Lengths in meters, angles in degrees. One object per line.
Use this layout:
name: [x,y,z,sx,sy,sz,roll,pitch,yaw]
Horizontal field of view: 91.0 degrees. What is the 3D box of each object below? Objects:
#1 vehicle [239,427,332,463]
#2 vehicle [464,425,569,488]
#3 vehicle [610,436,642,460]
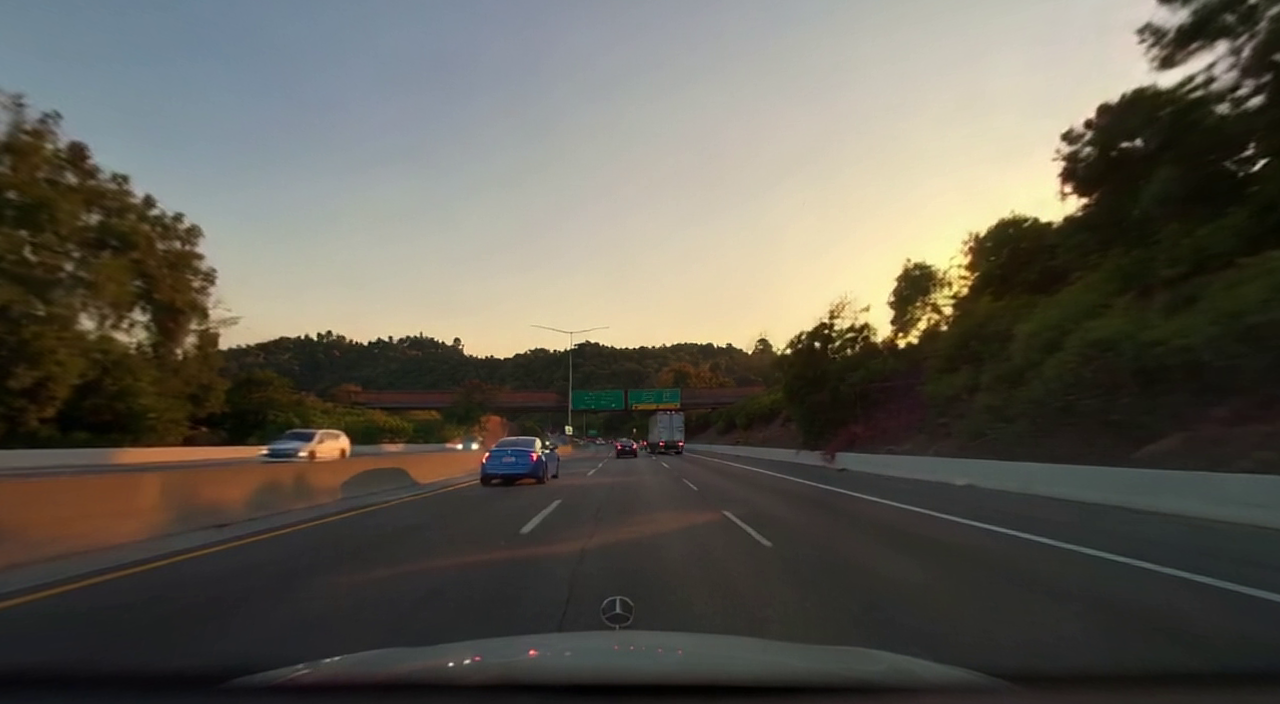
vehicle: [-16.575,4.385,29.672,2.000,1.563,4.188,0,-8,-1]
vehicle: [-3.740,3.268,20.053,2.377,1.747,4.703,0,-8,0]
vehicle: [-0.956,6.637,43.627,2.125,1.542,3.816,0,-8,-1]
